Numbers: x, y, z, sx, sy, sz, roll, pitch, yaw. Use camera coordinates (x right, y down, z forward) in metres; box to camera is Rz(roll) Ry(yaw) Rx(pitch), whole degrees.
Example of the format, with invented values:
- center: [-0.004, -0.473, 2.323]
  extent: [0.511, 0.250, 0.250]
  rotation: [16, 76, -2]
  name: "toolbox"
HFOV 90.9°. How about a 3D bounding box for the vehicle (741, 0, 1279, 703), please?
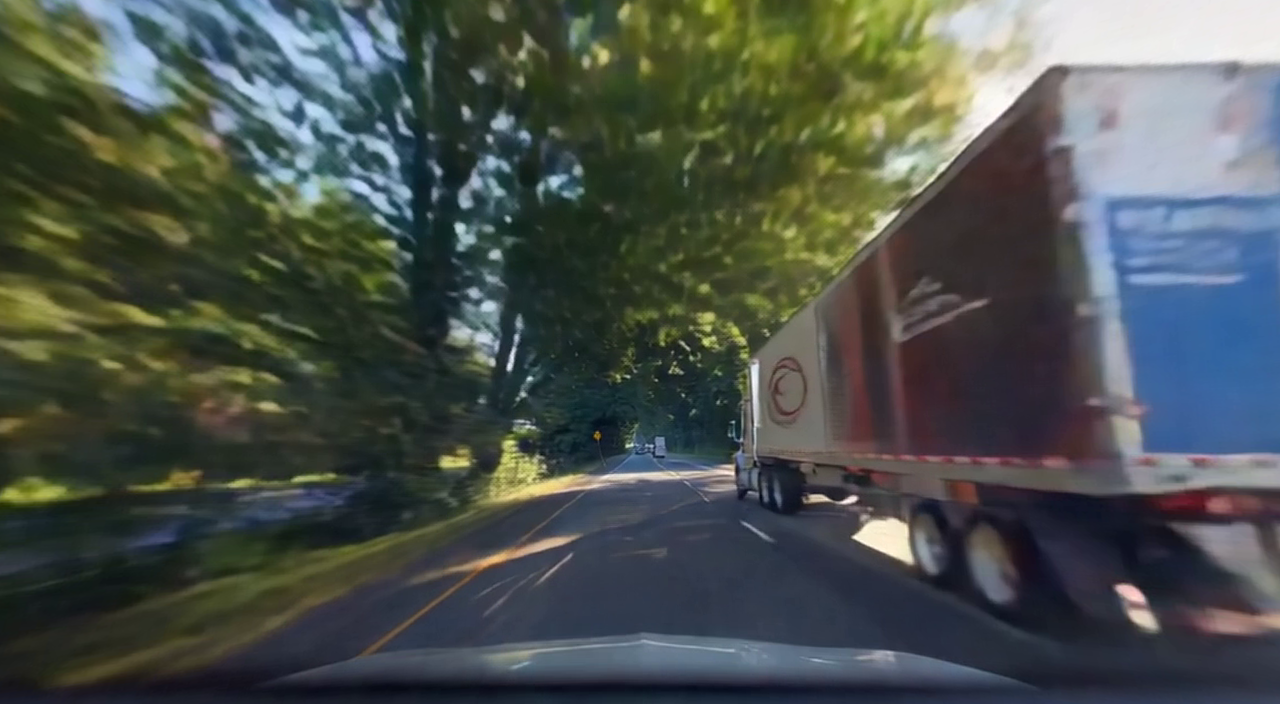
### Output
- center: [4.220, 0.486, 8.320]
  extent: [3.231, 4.102, 14.393]
  rotation: [0, -9, -1]
  name: "vehicle"
